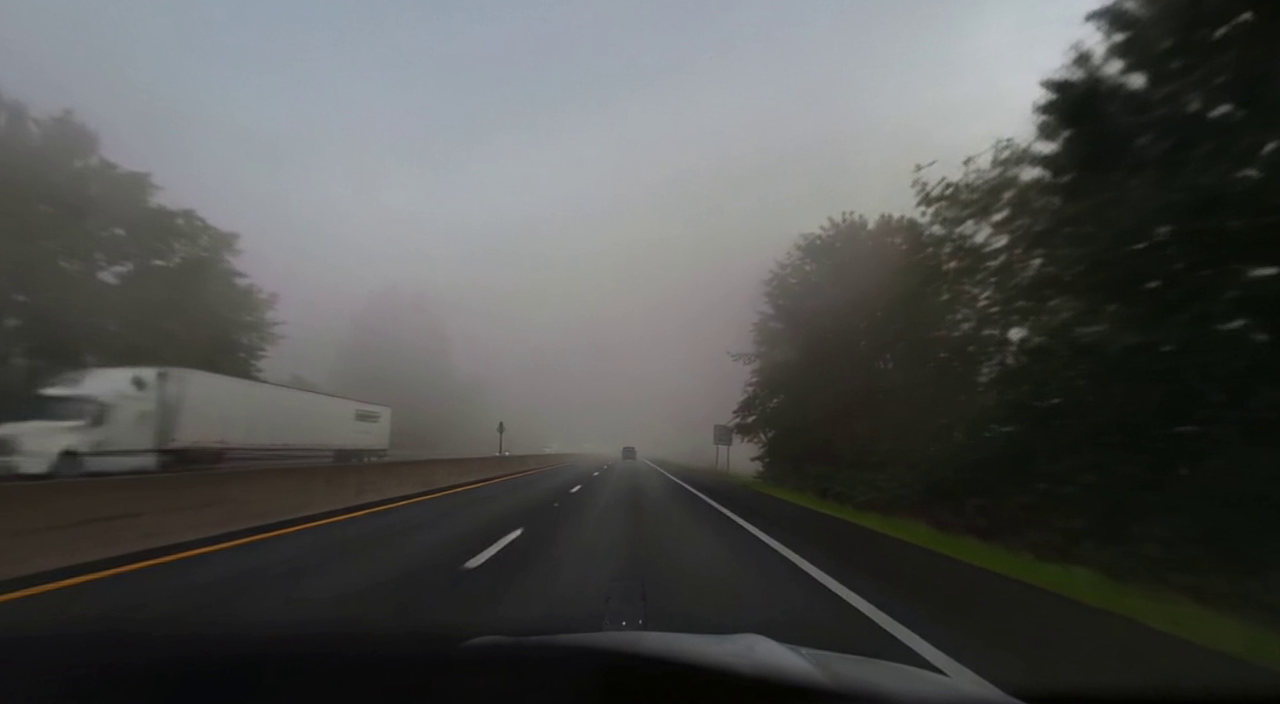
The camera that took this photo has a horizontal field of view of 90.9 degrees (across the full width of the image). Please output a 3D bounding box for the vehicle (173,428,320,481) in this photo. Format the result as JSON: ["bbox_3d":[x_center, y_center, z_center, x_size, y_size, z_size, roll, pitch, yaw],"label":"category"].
[{"bbox_3d":[-12.170,3.231,19.889,1.960,1.471,4.203,0,-9,-1],"label":"vehicle"}]

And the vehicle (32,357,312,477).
[{"bbox_3d":[-16.617,2.723,23.971,2.903,3.554,10.284,0,-9,-1],"label":"vehicle"}]
